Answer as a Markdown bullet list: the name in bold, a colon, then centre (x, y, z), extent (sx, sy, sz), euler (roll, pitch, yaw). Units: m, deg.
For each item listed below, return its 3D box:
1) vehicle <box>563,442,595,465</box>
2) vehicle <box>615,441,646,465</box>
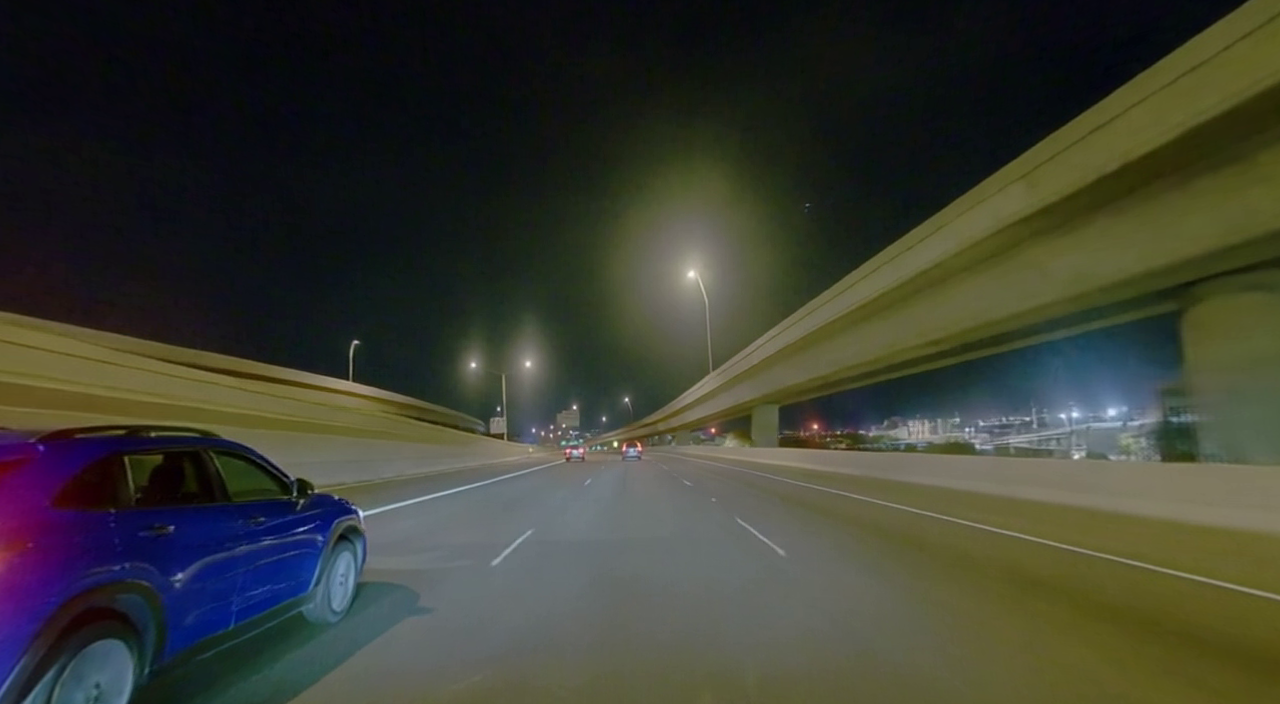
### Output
- **vehicle**: centre (-4.487, 7.495, 46.839), extent (2.000, 1.646, 4.201), euler (0, -8, -1)
- **vehicle**: centre (-0.692, 7.241, 45.480), extent (2.132, 1.657, 3.967), euler (0, -8, -2)
